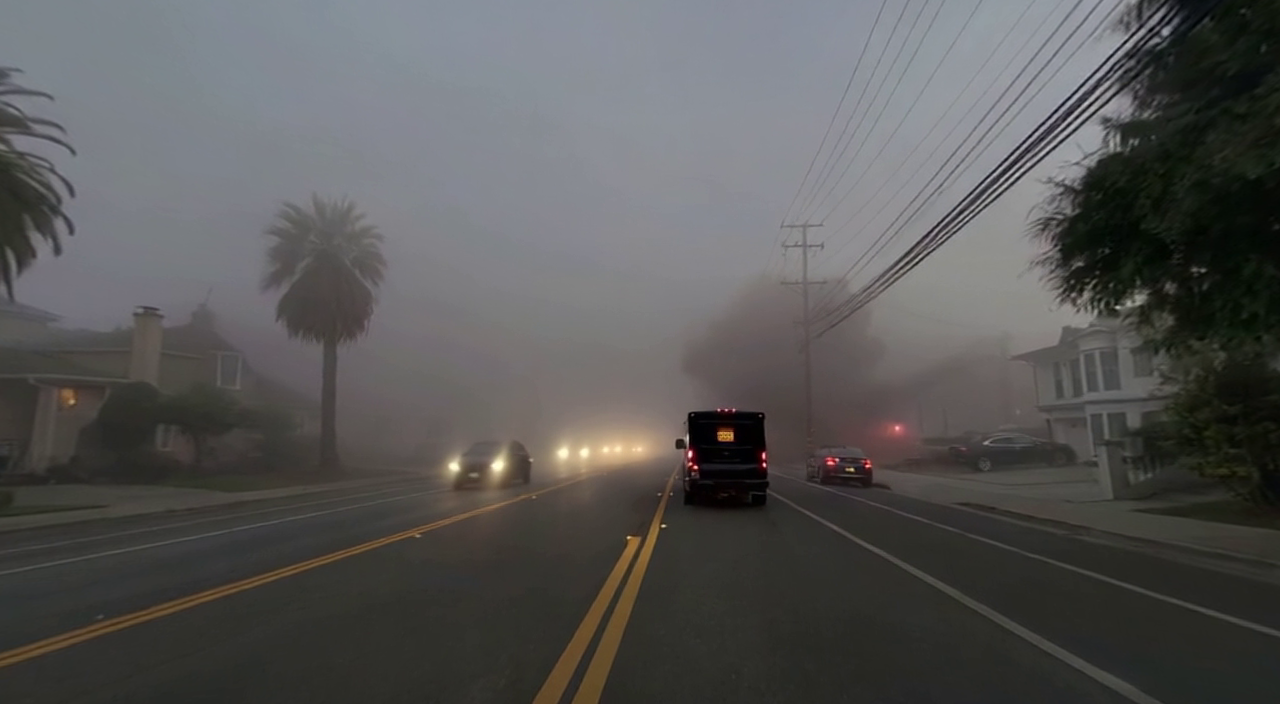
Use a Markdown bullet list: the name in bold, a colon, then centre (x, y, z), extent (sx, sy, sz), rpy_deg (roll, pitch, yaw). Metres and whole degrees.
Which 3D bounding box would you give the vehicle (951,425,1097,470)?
- **vehicle**: centre (16.541, 4.113, 27.425), extent (4.749, 1.699, 2.311), rpy_deg (-3, -6, 5)

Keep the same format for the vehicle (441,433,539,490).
- **vehicle**: centre (-4.905, 3.637, 21.320), extent (1.948, 1.706, 4.407), rpy_deg (-1, -8, 4)

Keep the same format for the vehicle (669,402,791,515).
- **vehicle**: centre (1.774, 2.268, 13.792), extent (2.168, 2.040, 4.527), rpy_deg (-1, -8, 3)

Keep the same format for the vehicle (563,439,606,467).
- **vehicle**: centre (-3.378, 6.196, 38.886), extent (1.965, 1.653, 4.251), rpy_deg (-1, -8, 4)

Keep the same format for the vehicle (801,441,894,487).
- **vehicle**: centre (7.157, 3.894, 22.268), extent (2.022, 1.456, 4.246), rpy_deg (-1, -8, 3)
